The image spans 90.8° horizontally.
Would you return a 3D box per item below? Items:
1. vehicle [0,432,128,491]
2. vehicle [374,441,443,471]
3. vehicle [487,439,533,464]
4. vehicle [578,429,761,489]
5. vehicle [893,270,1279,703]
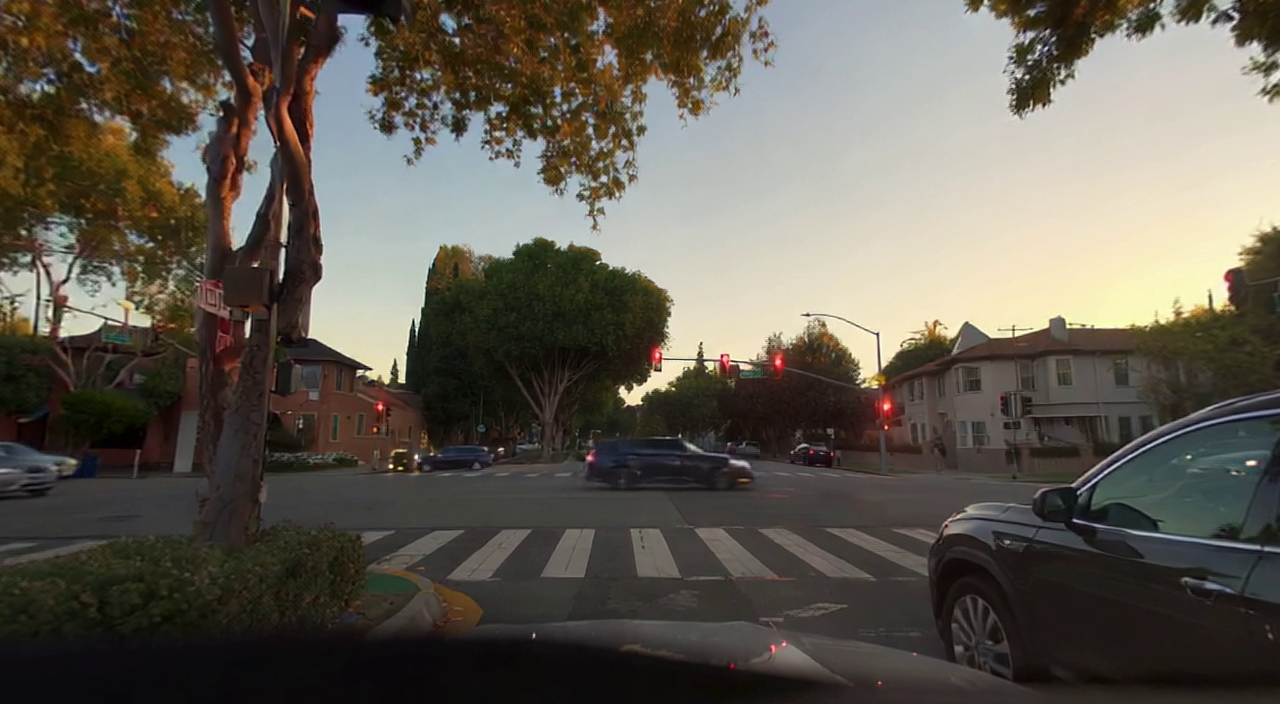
[{"bbox_3d":[-19.640,3.454,20.043,4.860,1.748,2.160,0,-9,1],"label":"vehicle"},{"bbox_3d":[-14.371,6.481,39.540,2.065,1.775,4.667,-1,-9,7],"label":"vehicle"},{"bbox_3d":[-8.886,6.870,43.709,2.028,1.654,5.027,0,-9,1],"label":"vehicle"},{"bbox_3d":[0.876,3.310,19.730,5.403,1.759,2.040,0,-9,0],"label":"vehicle"},{"bbox_3d":[2.730,0.704,1.725,2.085,1.800,4.908,0,-9,1],"label":"vehicle"}]
